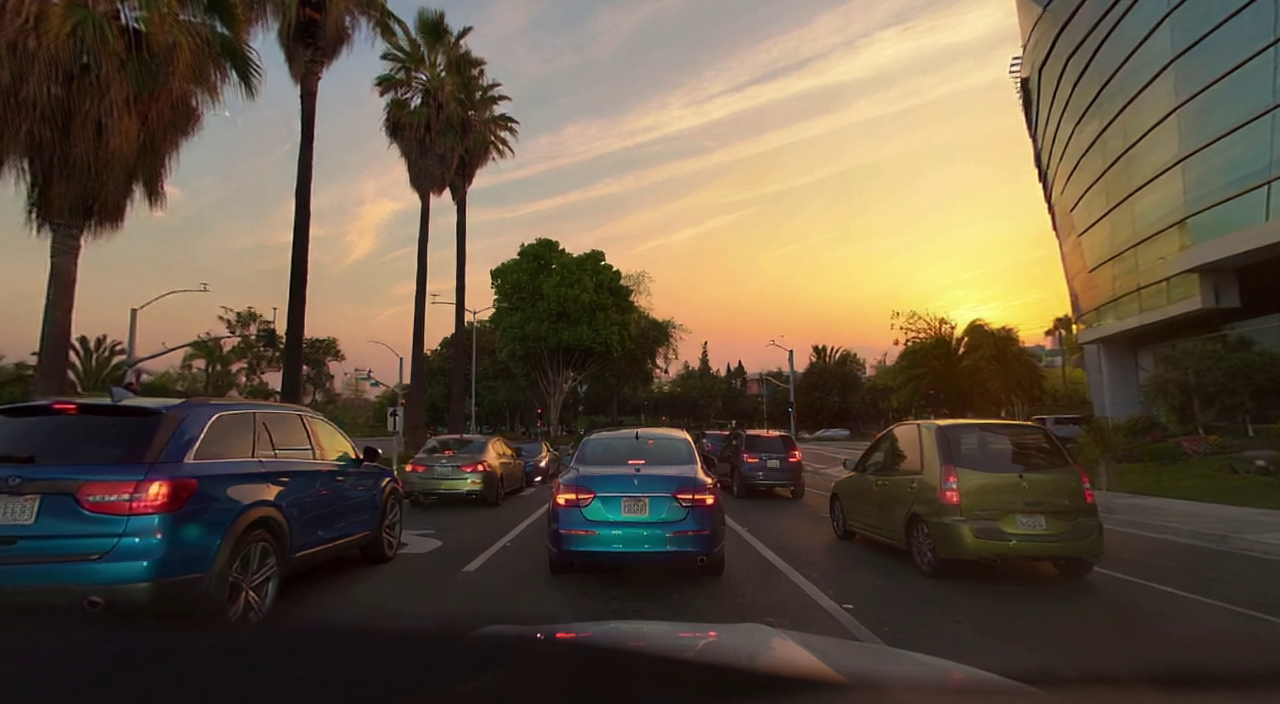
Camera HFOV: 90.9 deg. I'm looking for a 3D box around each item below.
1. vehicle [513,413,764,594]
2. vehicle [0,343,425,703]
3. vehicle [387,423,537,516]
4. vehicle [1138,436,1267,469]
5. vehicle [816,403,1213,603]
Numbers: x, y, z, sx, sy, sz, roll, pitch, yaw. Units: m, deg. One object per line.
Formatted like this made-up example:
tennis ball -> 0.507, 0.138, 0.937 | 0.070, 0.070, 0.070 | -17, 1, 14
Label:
vehicle -> -0.053, 1.664, 7.812 | 2.219, 1.586, 4.321 | 0, -8, -1
vehicle -> -3.532, 1.153, 5.178 | 2.014, 1.775, 4.404 | 0, -8, -1
vehicle -> -3.463, 2.359, 13.073 | 1.917, 1.631, 3.768 | 0, -8, 1
vehicle -> 25.459, 4.550, 28.644 | 4.014, 1.417, 1.777 | -1, -8, 5
vehicle -> 3.842, 1.621, 7.679 | 2.064, 1.696, 4.431 | 0, -8, 0
